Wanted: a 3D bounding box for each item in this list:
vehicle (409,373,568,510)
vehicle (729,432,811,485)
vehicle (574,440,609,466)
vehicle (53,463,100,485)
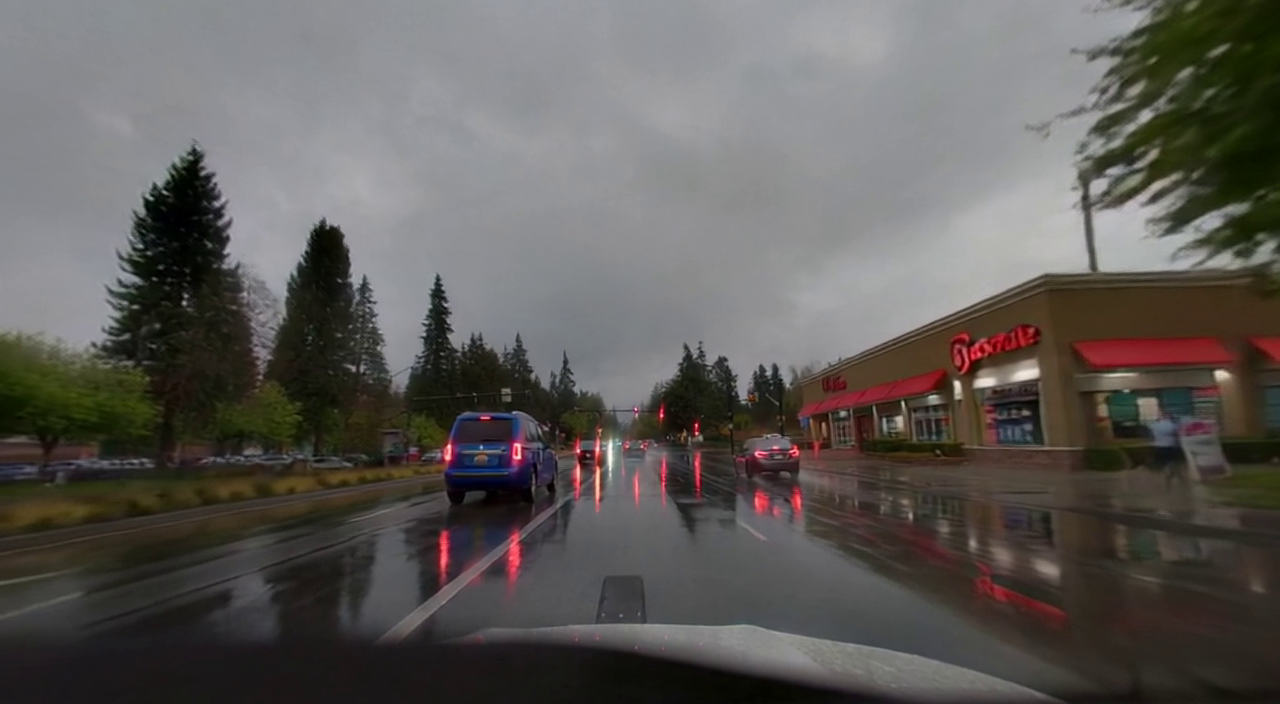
[{"bbox_3d":[-3.432,2.265,15.925,2.443,2.784,5.862,0,-9,1],"label":"vehicle"},{"bbox_3d":[4.375,3.655,21.990,1.869,1.646,4.166,0,-9,-1],"label":"vehicle"},{"bbox_3d":[-3.340,7.068,44.452,2.030,1.724,4.365,0,-9,1],"label":"vehicle"},{"bbox_3d":[-42.034,9.064,47.100,4.478,1.494,1.934,-8,-11,41],"label":"vehicle"}]
